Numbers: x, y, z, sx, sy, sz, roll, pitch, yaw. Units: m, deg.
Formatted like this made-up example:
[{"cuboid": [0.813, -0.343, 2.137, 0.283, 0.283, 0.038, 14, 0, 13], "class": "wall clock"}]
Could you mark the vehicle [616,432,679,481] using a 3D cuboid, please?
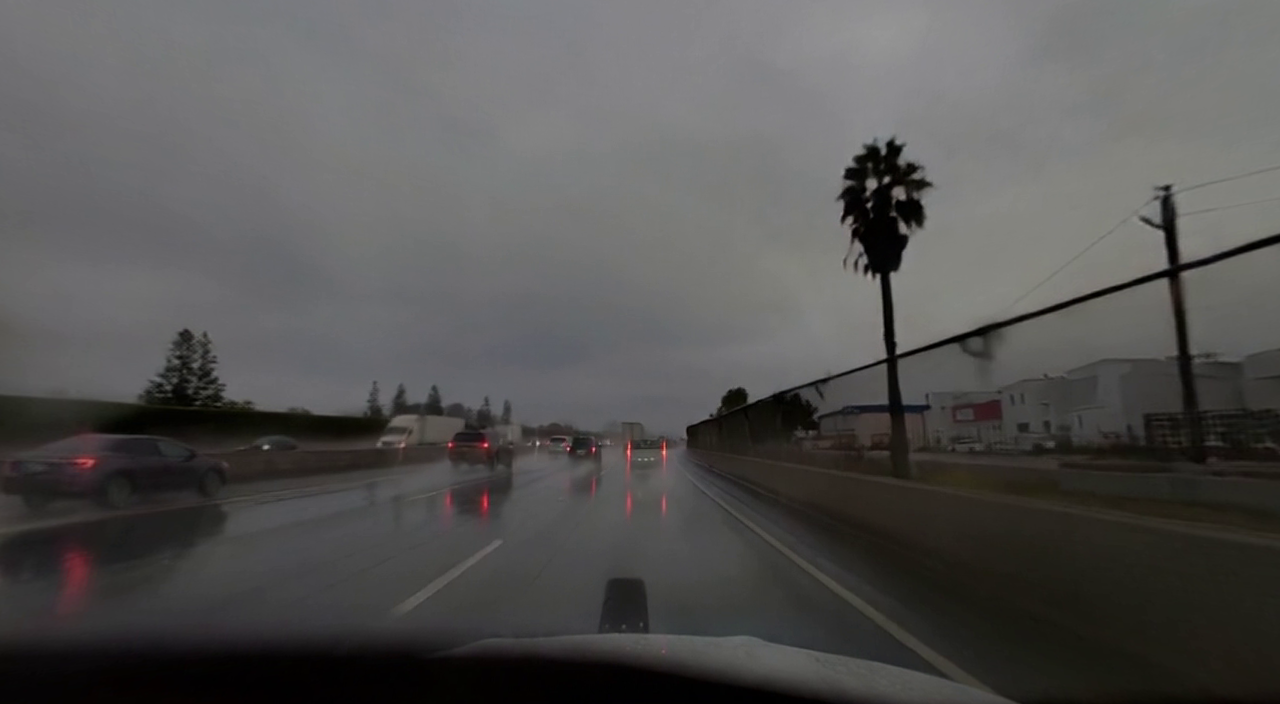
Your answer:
[{"cuboid": [0.288, 3.865, 23.617, 2.136, 1.678, 4.052, 0, -8, 1], "class": "vehicle"}]

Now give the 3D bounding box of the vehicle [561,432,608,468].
[{"cuboid": [-2.994, 5.432, 35.105, 2.108, 1.832, 4.549, -1, -8, 2], "class": "vehicle"}]

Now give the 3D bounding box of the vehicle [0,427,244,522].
[{"cuboid": [-10.607, 2.342, 12.709, 1.910, 1.501, 5.004, -1, -8, 2], "class": "vehicle"}]

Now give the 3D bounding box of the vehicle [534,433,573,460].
[{"cuboid": [-6.556, 7.195, 48.205, 2.085, 1.932, 4.967, -1, -8, 2], "class": "vehicle"}]

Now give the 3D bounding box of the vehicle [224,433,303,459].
[{"cuboid": [-26.883, 6.759, 45.306, 2.081, 1.729, 5.567, -1, -8, 1], "class": "vehicle"}]

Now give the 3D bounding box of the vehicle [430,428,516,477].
[{"cuboid": [-6.679, 4.080, 25.869, 2.105, 1.790, 4.689, -1, -8, 2], "class": "vehicle"}]
